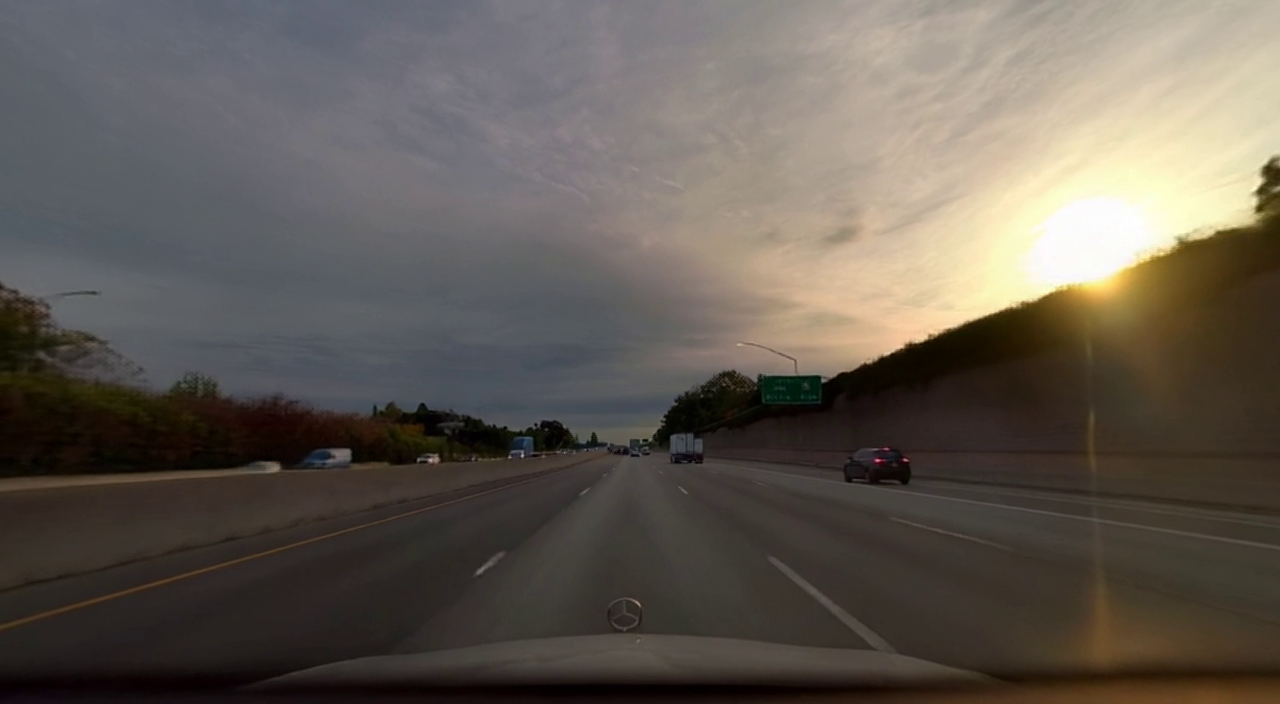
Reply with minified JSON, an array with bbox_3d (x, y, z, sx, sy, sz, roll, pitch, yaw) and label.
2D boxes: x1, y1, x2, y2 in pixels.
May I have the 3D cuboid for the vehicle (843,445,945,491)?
[{"bbox_3d":[9.792,4.487,24.730,1.950,1.632,4.845,0,-9,0],"label":"vehicle"}]

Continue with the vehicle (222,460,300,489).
[{"bbox_3d":[-21.796,7.016,36.379,1.843,1.460,4.668,0,-9,-3],"label":"vehicle"}]
